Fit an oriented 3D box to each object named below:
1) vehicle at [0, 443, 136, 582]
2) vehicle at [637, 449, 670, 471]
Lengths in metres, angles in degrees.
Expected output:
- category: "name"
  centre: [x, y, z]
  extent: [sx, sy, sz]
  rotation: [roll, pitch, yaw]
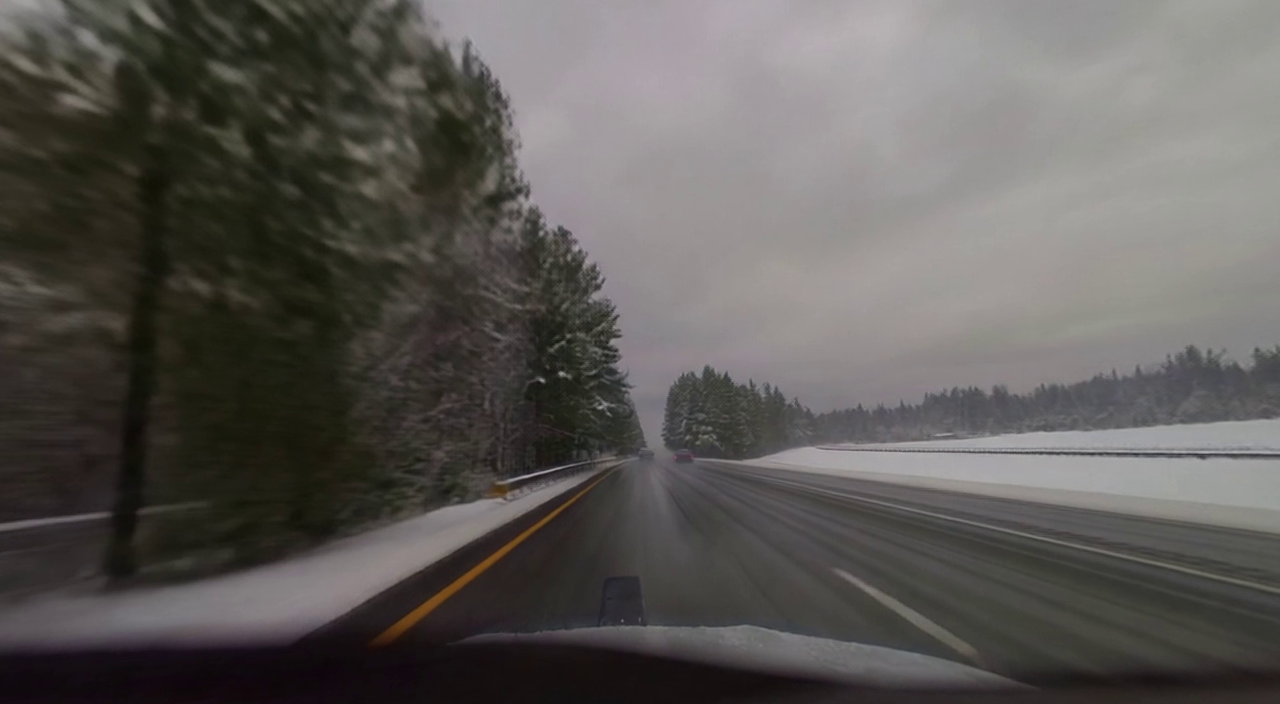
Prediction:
- category: "vehicle"
  centre: [-8.238, 1.790, 6.900]
  extent: [1.924, 1.563, 4.206]
  rotation: [0, -9, 0]
- category: "vehicle"
  centre: [0.898, 7.643, 44.700]
  extent: [2.162, 1.492, 3.975]
  rotation: [0, -9, 0]
